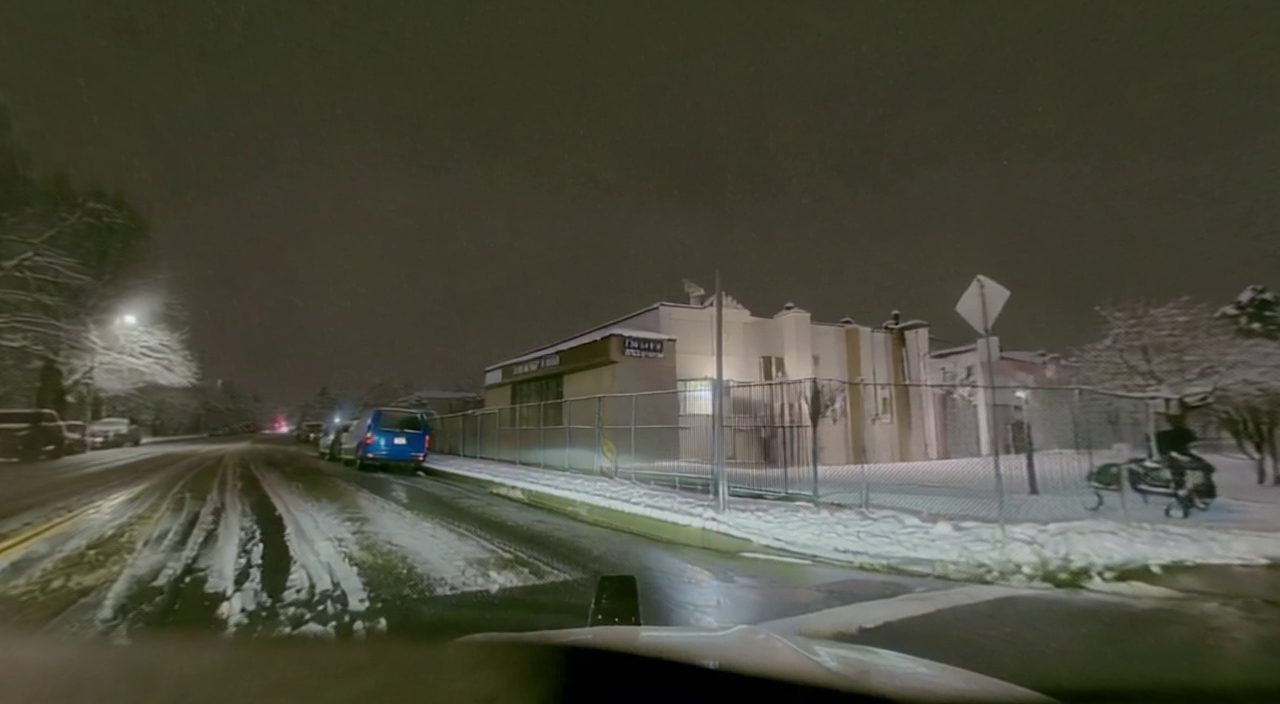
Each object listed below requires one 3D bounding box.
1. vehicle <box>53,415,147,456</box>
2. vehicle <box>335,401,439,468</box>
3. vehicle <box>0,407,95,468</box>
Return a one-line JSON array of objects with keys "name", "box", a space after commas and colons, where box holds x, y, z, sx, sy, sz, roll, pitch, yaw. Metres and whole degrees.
[{"name": "vehicle", "box": [-27.453, 4.337, 32.399, 2.504, 1.919, 5.658, 5, -10, -29]}, {"name": "vehicle", "box": [-9.091, 2.967, 22.335, 2.327, 2.021, 5.850, 5, -10, -31]}, {"name": "vehicle", "box": [-21.833, 3.099, 22.713, 2.304, 1.937, 5.720, 5, -10, -30]}]
